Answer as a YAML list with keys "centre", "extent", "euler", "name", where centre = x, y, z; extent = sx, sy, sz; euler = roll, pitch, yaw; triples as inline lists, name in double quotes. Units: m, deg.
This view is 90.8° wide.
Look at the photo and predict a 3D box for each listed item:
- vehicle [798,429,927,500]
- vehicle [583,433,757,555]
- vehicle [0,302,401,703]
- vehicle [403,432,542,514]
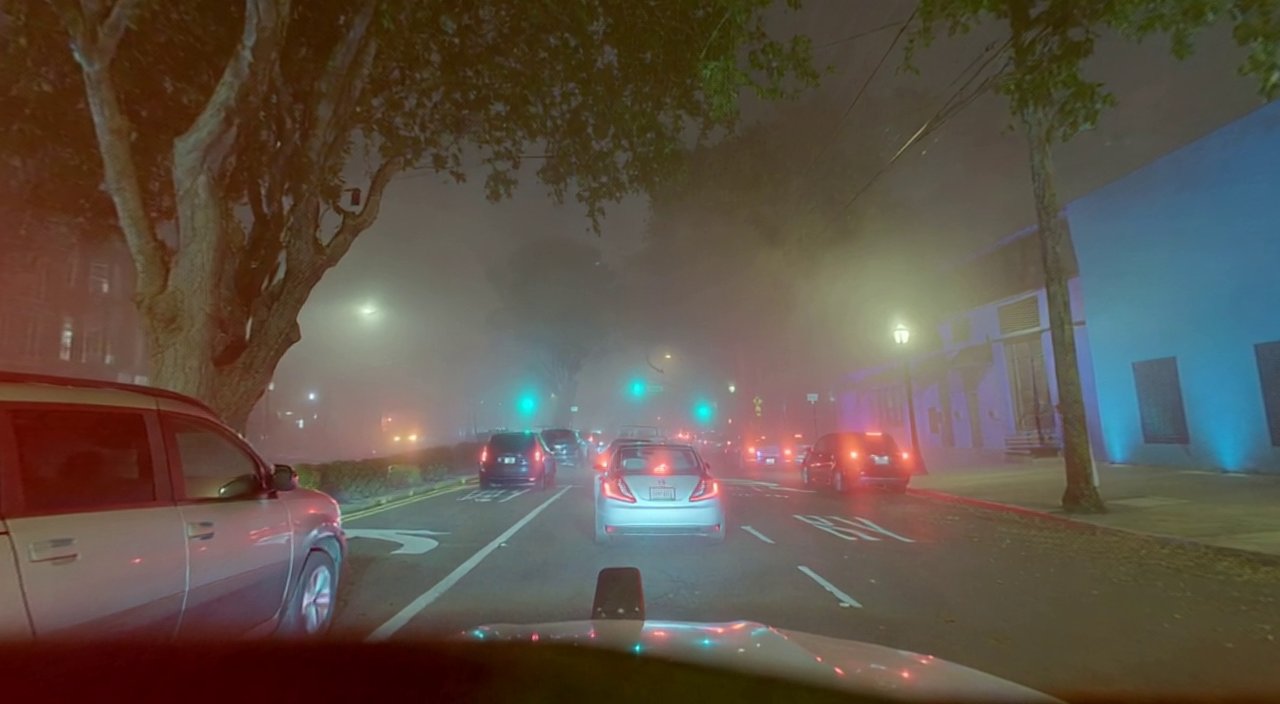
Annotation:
- centre: [6.338, 3.255, 18.681]
  extent: [2.025, 1.808, 4.579]
  euler: [0, -9, -2]
  name: "vehicle"
- centre: [0.270, 1.996, 9.578]
  extent: [2.095, 1.438, 3.843]
  euler: [0, -9, -3]
  name: "vehicle"
- centre: [-3.270, 0.928, 3.387]
  extent: [2.152, 1.802, 4.628]
  euler: [0, -9, 0]
  name: "vehicle"
- centre: [-3.514, 2.625, 14.240]
  extent: [1.901, 1.522, 4.556]
  euler: [0, -9, 0]
  name: "vehicle"
